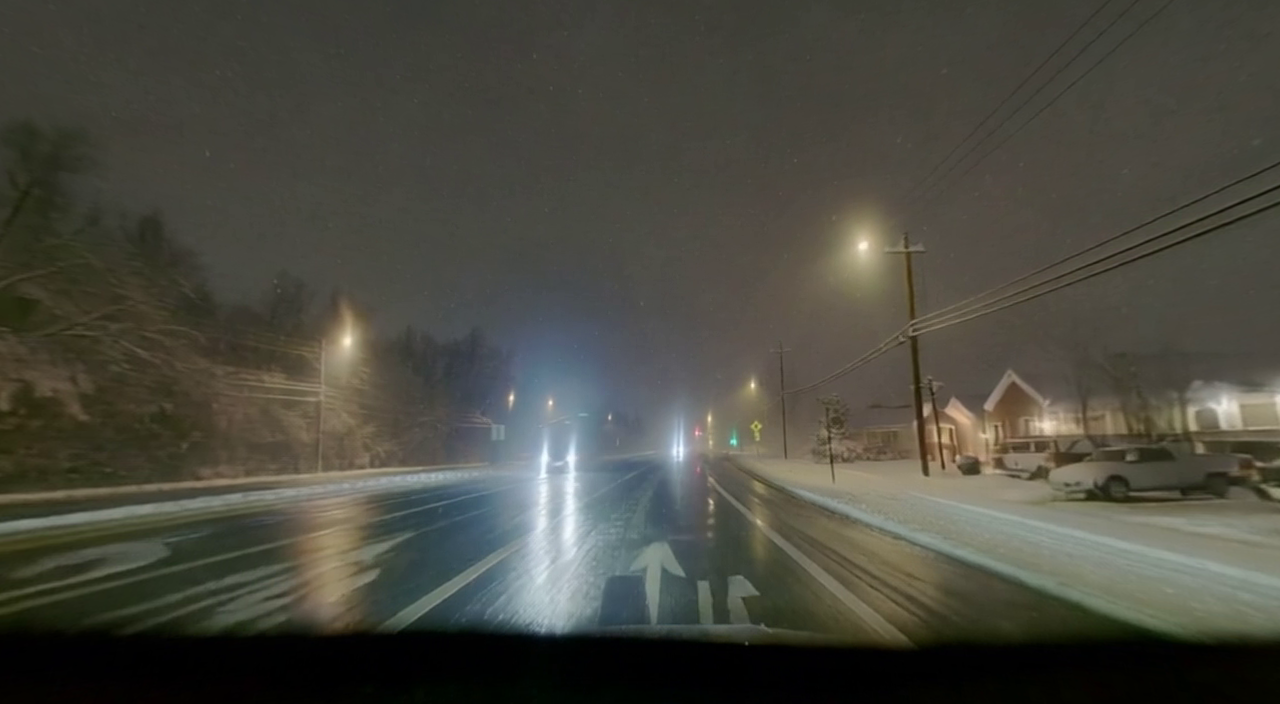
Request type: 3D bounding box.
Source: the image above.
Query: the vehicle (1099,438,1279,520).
[{"bbox_3d":[15.093,3.302,16.493,4.793,1.937,1.996,-6,-13,34],"label":"vehicle"}]

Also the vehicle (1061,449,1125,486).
[{"bbox_3d":[20.157,5.113,28.202,1.667,1.467,3.821,-4,-10,27],"label":"vehicle"}]

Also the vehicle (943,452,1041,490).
[{"bbox_3d":[16.670,5.648,30.167,1.832,1.413,4.505,-6,-8,-4],"label":"vehicle"}]
